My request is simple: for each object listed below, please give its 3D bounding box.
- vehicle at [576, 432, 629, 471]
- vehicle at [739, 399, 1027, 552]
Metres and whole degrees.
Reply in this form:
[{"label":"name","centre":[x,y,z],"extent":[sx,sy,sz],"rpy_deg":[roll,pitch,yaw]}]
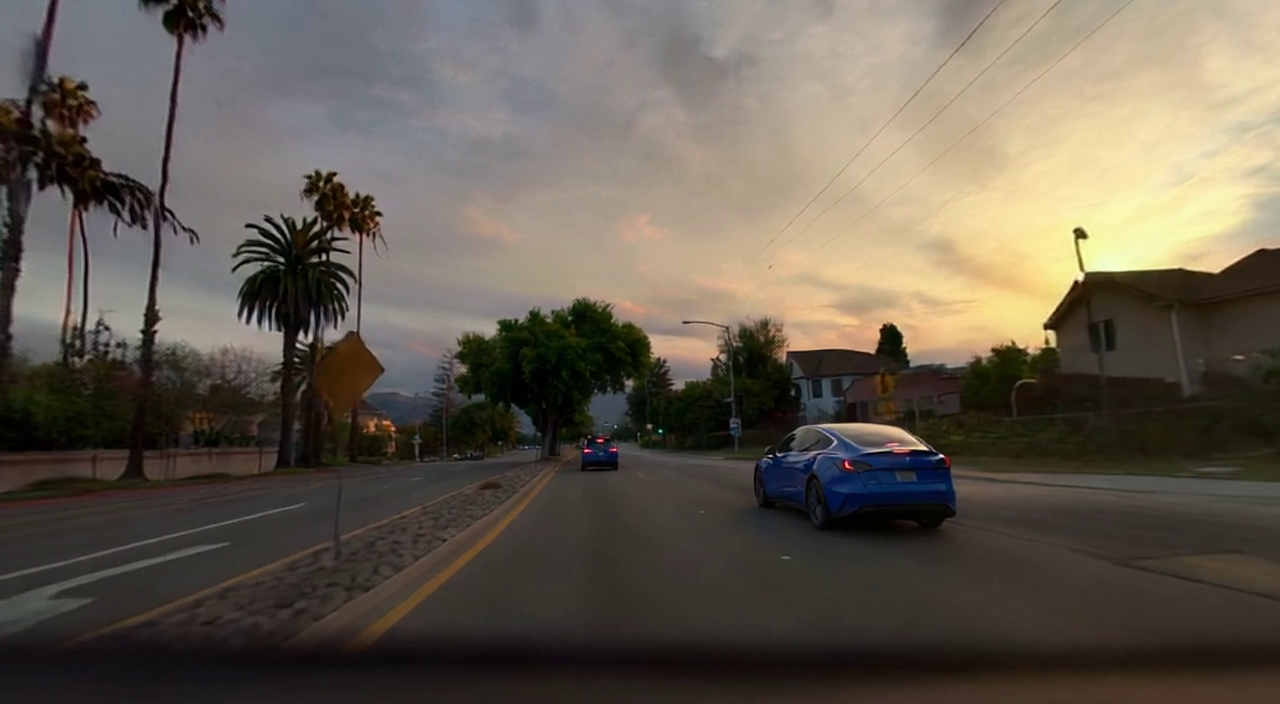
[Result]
[{"label":"vehicle","centre":[-1.854,4.753,30.406],"extent":[2.341,1.709,4.466],"rpy_deg":[0,-9,-5]},{"label":"vehicle","centre":[3.349,1.856,10.210],"extent":[2.205,1.803,5.135],"rpy_deg":[1,-9,-5]}]
